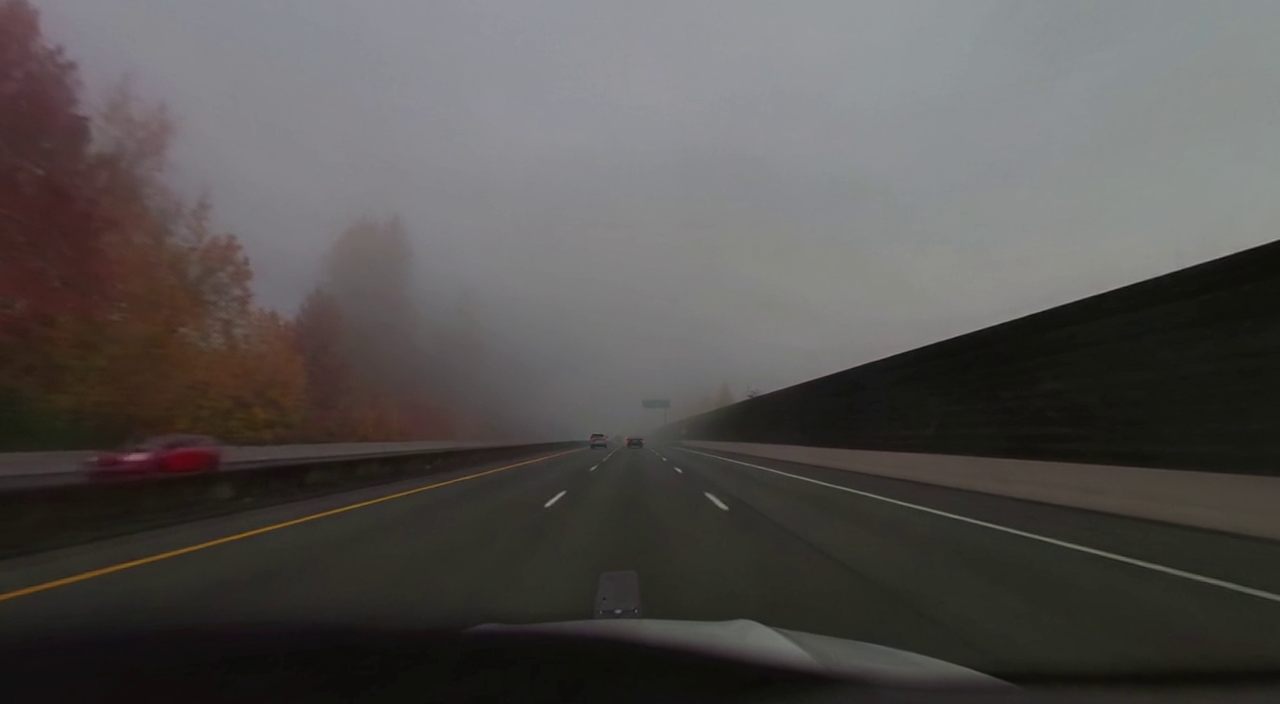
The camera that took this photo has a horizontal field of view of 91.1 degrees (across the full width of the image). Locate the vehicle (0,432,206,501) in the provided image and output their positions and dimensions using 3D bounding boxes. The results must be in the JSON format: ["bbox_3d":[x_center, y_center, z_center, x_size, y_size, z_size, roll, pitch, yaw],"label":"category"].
[{"bbox_3d":[-16.190,3.378,19.239,1.997,1.795,5.328,0,-8,0],"label":"vehicle"}]
